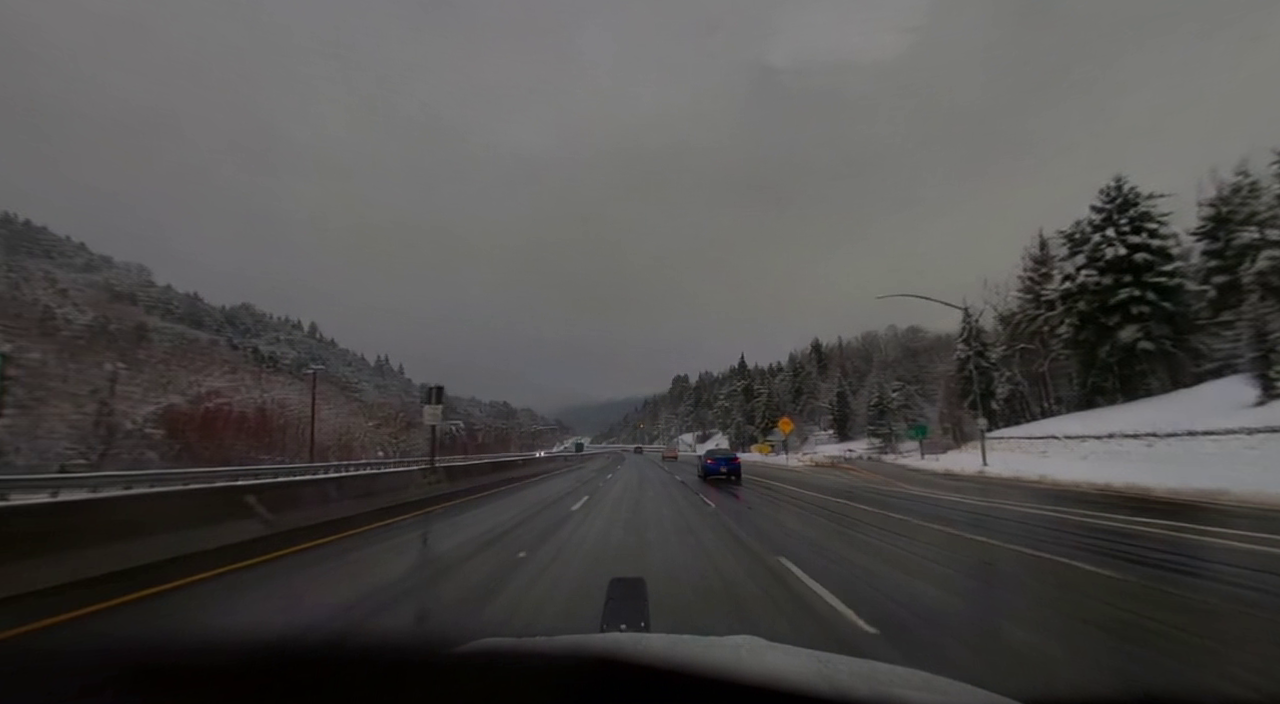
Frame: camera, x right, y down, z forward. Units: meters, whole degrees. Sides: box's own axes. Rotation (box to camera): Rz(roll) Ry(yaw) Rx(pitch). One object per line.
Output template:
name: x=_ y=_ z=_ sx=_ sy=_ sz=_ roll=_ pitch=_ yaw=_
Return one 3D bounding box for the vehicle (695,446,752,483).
vehicle: x=3.657 y=5.004 z=28.363 sx=1.916 sy=1.469 sz=4.481 roll=0 pitch=-8 yaw=-1
